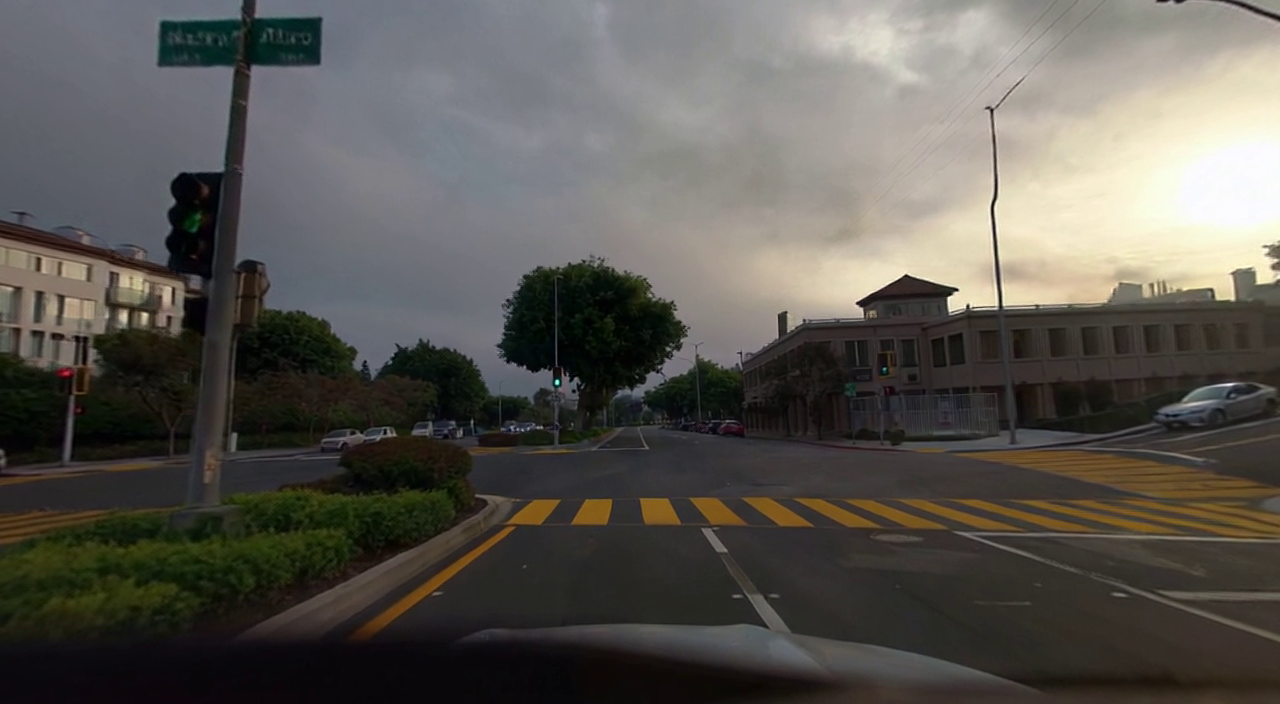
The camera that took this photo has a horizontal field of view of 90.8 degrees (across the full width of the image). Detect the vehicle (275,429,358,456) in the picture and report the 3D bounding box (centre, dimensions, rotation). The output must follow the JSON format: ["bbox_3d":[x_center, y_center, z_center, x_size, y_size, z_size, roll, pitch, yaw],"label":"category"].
[{"bbox_3d":[-18.129,5.150,35.759,1.939,1.430,5.533,0,-9,-2],"label":"vehicle"}]

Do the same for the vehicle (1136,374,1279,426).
[{"bbox_3d":[22.309,1.825,24.573,4.531,1.753,1.964,-2,-2,-5],"label":"vehicle"}]

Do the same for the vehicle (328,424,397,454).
[{"bbox_3d":[-18.342,5.826,42.094,2.225,1.871,5.189,0,-9,0],"label":"vehicle"}]
